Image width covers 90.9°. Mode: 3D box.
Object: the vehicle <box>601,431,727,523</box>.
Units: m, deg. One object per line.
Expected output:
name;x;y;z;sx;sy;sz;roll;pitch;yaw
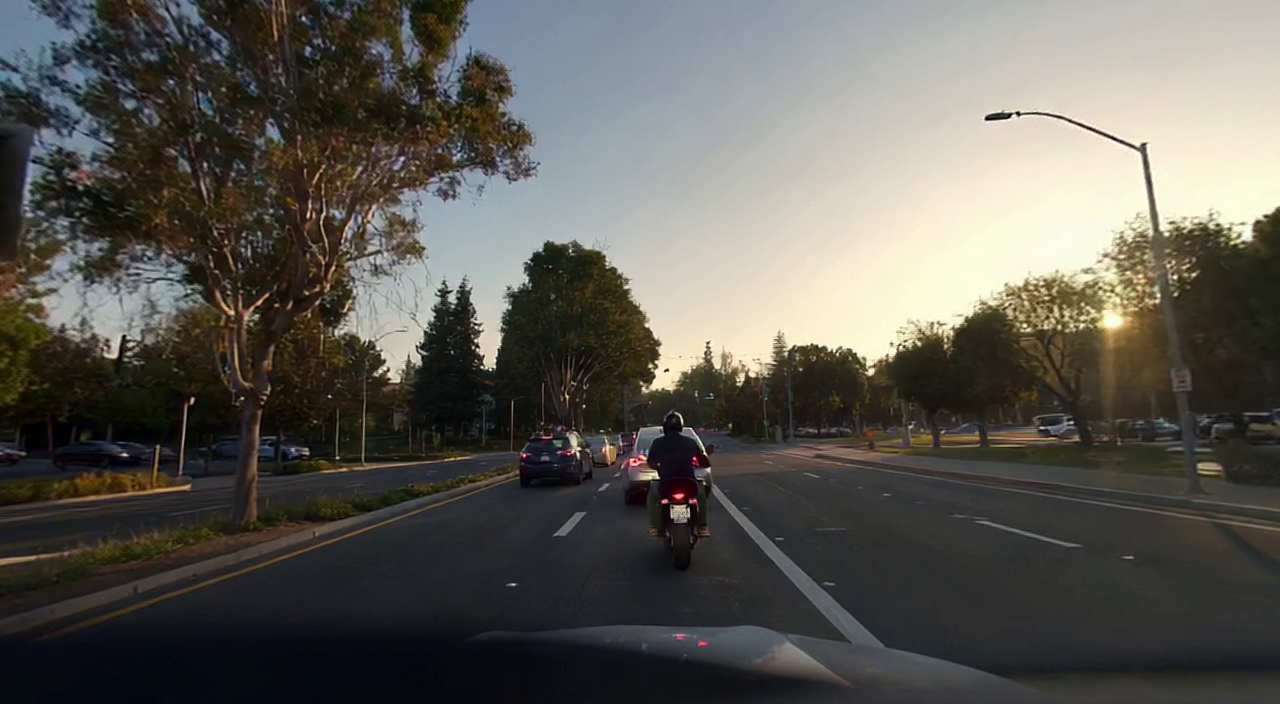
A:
vehicle;0.453;2.337;12.471;2.009;1.450;4.608;-1;-8;2

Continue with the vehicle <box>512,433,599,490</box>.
vehicle;-2.415;3.255;19.078;1.979;1.499;3.840;-1;-8;2
